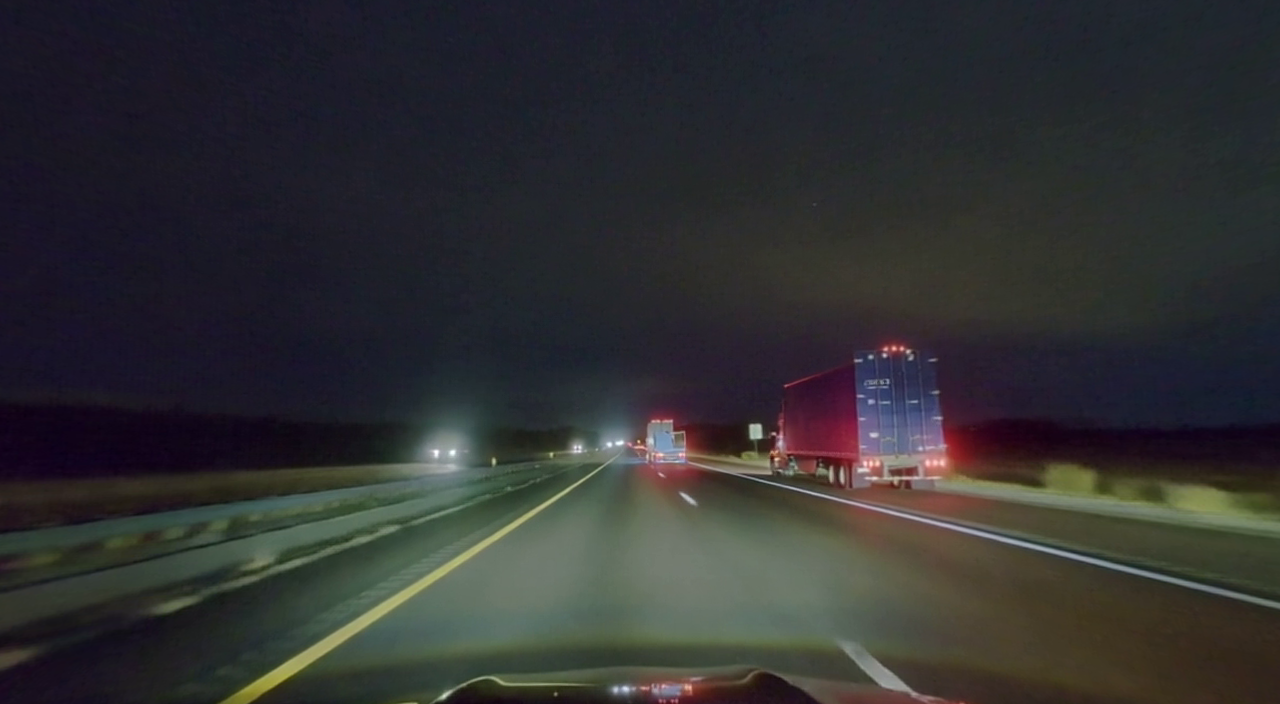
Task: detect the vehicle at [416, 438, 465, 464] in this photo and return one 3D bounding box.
[{"bbox_3d":[-13.910,6.952,44.052,2.013,1.690,4.217,0,-9,0],"label":"vehicle"}]
